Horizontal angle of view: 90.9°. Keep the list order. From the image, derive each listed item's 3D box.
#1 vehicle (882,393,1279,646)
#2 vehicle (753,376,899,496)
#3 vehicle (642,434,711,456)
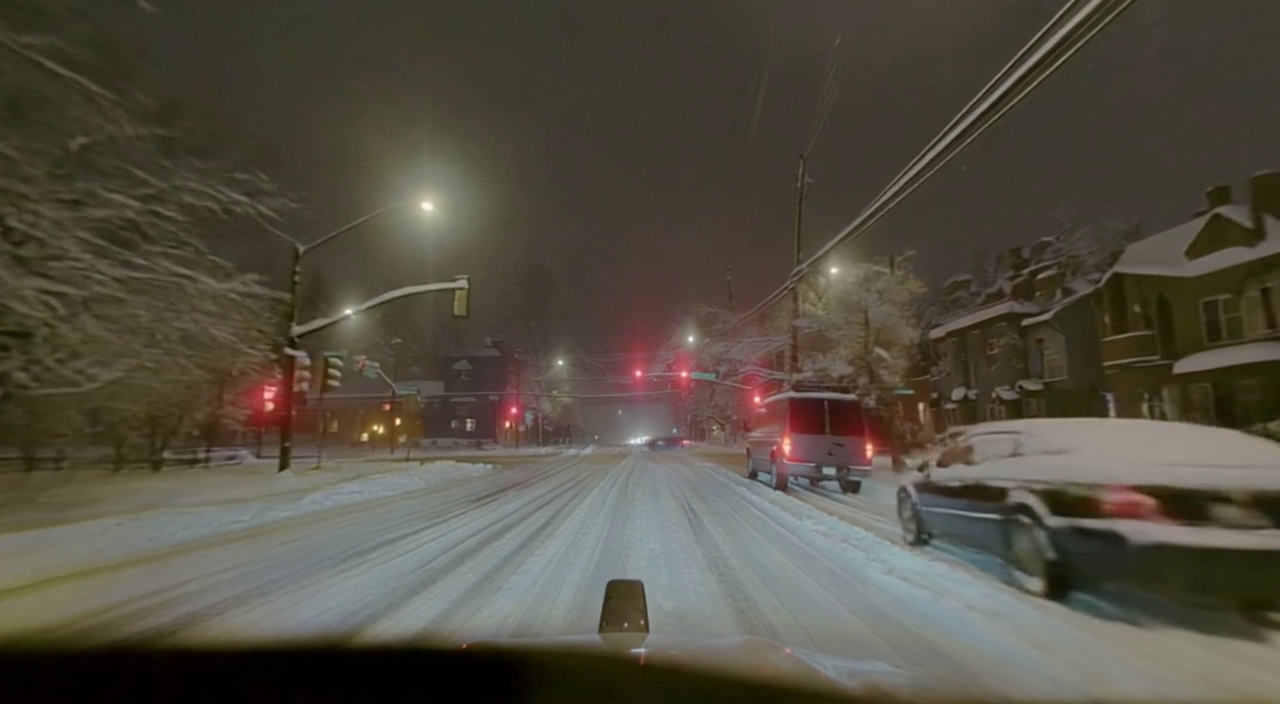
[{"bbox_3d":[4.614,1.471,6.747,2.202,1.712,4.813,0,-8,1],"label":"vehicle"},{"bbox_3d":[4.812,2.300,17.329,2.398,2.806,4.857,0,-8,-1],"label":"vehicle"},{"bbox_3d":[2.465,6.377,43.319,4.606,1.452,1.917,-1,-8,3],"label":"vehicle"}]
